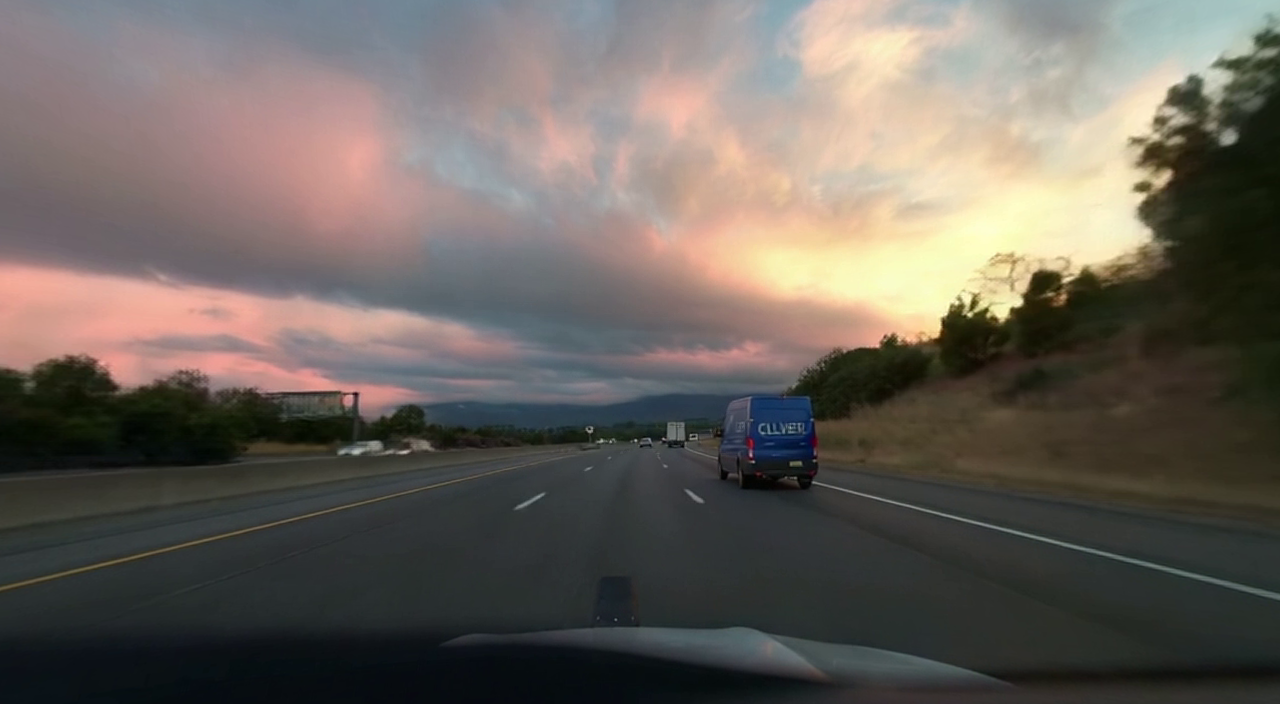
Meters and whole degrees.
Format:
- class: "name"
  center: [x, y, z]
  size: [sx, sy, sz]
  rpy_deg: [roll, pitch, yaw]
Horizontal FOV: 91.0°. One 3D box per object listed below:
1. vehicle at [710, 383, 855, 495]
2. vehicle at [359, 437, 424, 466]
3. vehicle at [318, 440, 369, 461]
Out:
- class: "vehicle"
  center: [3.602, 2.392, 17.360]
  size: [2.485, 2.562, 5.535]
  rpy_deg: [0, -8, -2]
- class: "vehicle"
  center: [-14.006, 5.612, 35.773]
  size: [1.965, 1.529, 4.212]
  rpy_deg: [0, -8, 0]
- class: "vehicle"
  center: [-21.788, 7.210, 46.354]
  size: [1.803, 1.472, 3.887]
  rpy_deg: [-1, -8, 1]
